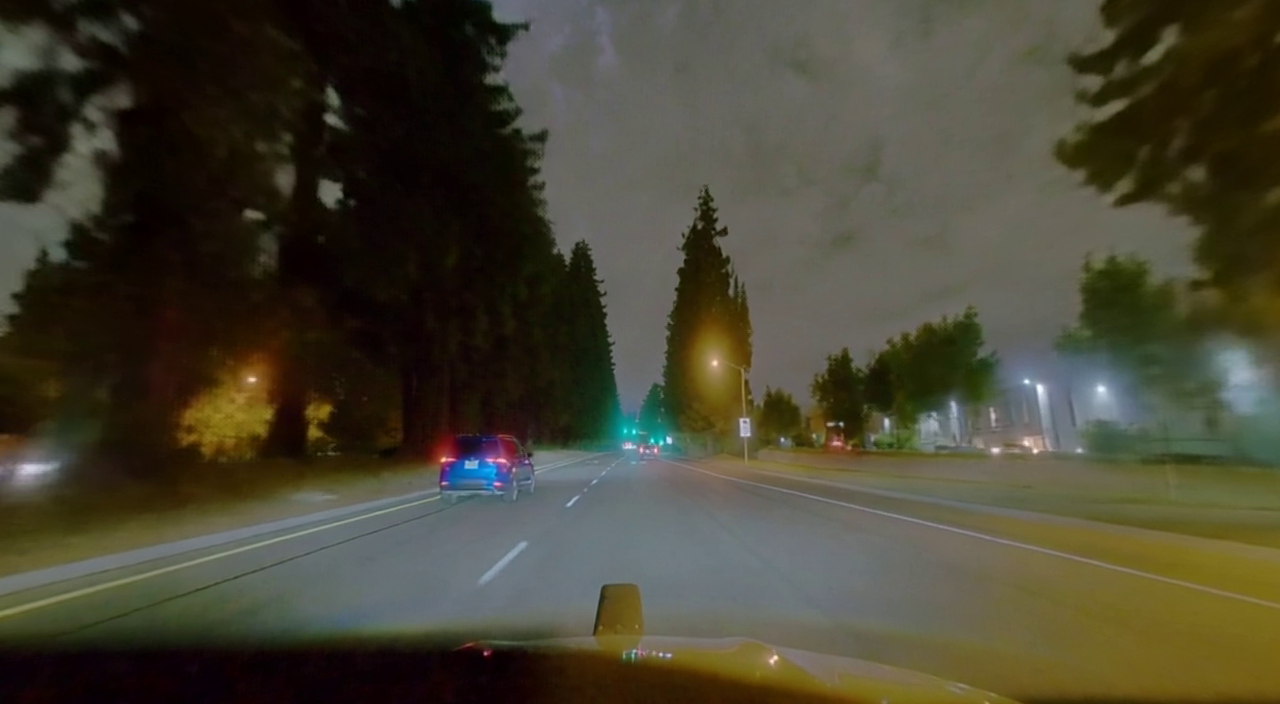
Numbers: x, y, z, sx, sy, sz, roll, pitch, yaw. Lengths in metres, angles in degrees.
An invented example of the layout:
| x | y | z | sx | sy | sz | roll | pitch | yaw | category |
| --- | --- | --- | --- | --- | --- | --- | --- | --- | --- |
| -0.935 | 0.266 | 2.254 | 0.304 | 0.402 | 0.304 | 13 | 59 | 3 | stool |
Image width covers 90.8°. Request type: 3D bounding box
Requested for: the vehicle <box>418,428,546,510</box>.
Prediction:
| x | y | z | sx | sy | sz | roll | pitch | yaw | category |
| --- | --- | --- | --- | --- | --- | --- | --- | --- | --- |
| -3.743 | 2.845 | 15.840 | 2.078 | 1.748 | 4.279 | 0 | -8 | 0 | vehicle |
